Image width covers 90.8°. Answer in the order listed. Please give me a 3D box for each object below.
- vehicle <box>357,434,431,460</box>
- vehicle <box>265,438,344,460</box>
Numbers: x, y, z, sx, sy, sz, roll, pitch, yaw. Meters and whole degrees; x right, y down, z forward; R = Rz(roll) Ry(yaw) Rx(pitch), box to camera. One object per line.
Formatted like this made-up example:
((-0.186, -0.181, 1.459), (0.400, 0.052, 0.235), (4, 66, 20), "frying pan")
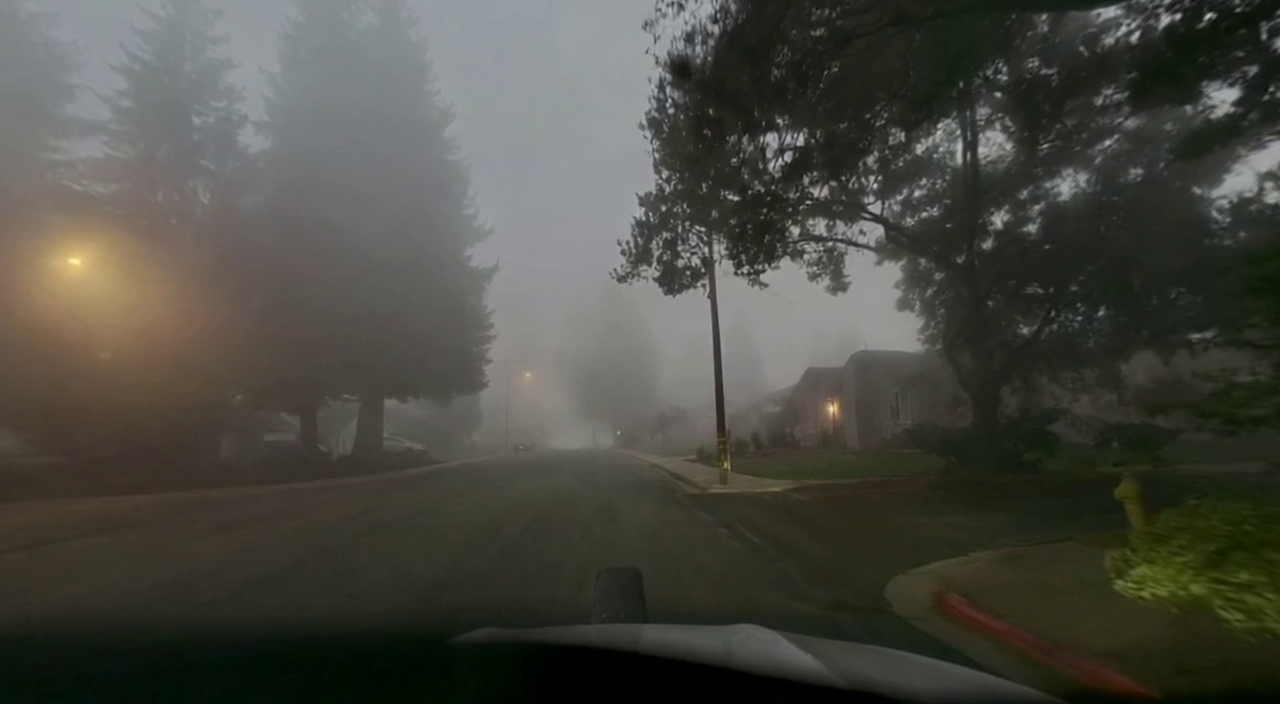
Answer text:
((-17.548, 6.793, 45.215), (4.559, 1.745, 1.918), (1, -9, -6), "vehicle")
((-23.847, 6.930, 45.075), (4.531, 1.470, 1.855), (0, -9, -3), "vehicle")
